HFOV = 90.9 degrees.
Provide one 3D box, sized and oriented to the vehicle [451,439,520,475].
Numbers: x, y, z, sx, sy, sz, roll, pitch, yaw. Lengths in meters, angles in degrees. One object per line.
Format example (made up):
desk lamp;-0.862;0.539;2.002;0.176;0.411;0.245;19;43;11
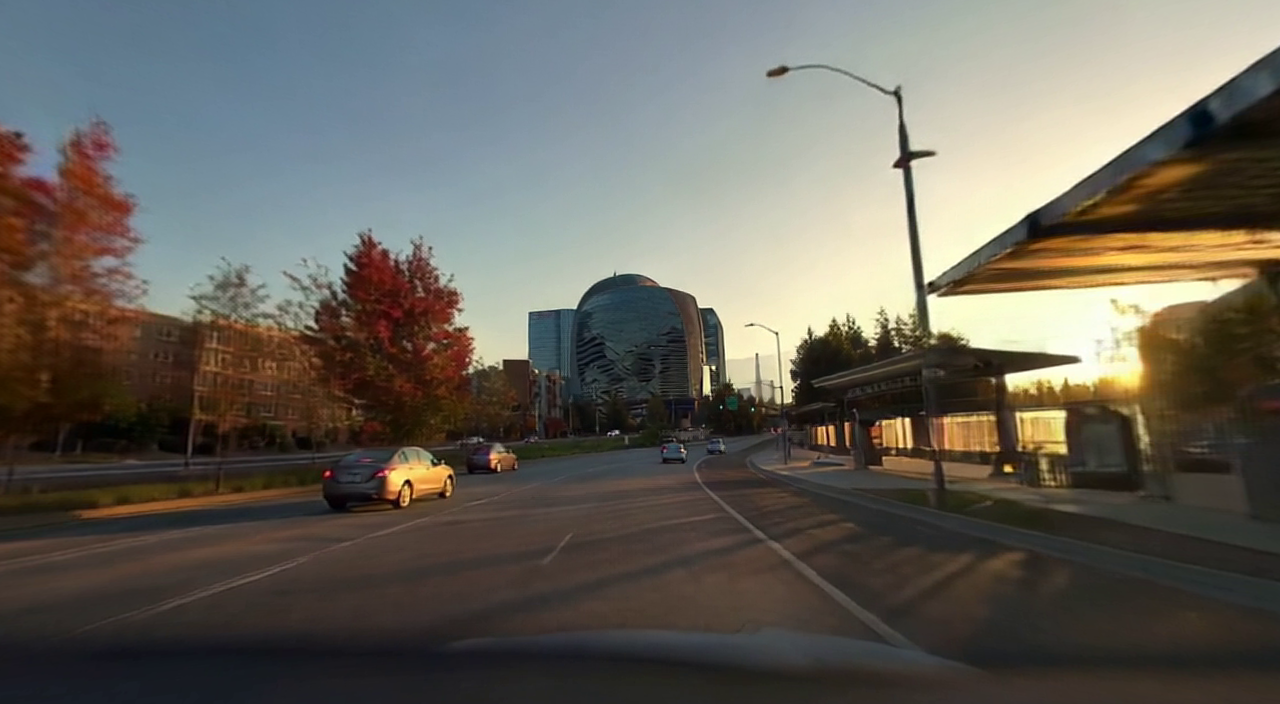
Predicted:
vehicle;-8.064;5.510;33.381;2.097;1.782;4.682;-1;-8;5

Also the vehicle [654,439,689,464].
vehicle;2.448;7.570;48.088;2.345;1.803;4.261;-1;-8;7

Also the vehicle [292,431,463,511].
vehicle;-6.400;2.947;16.117;2.181;1.728;4.515;-1;-8;3
